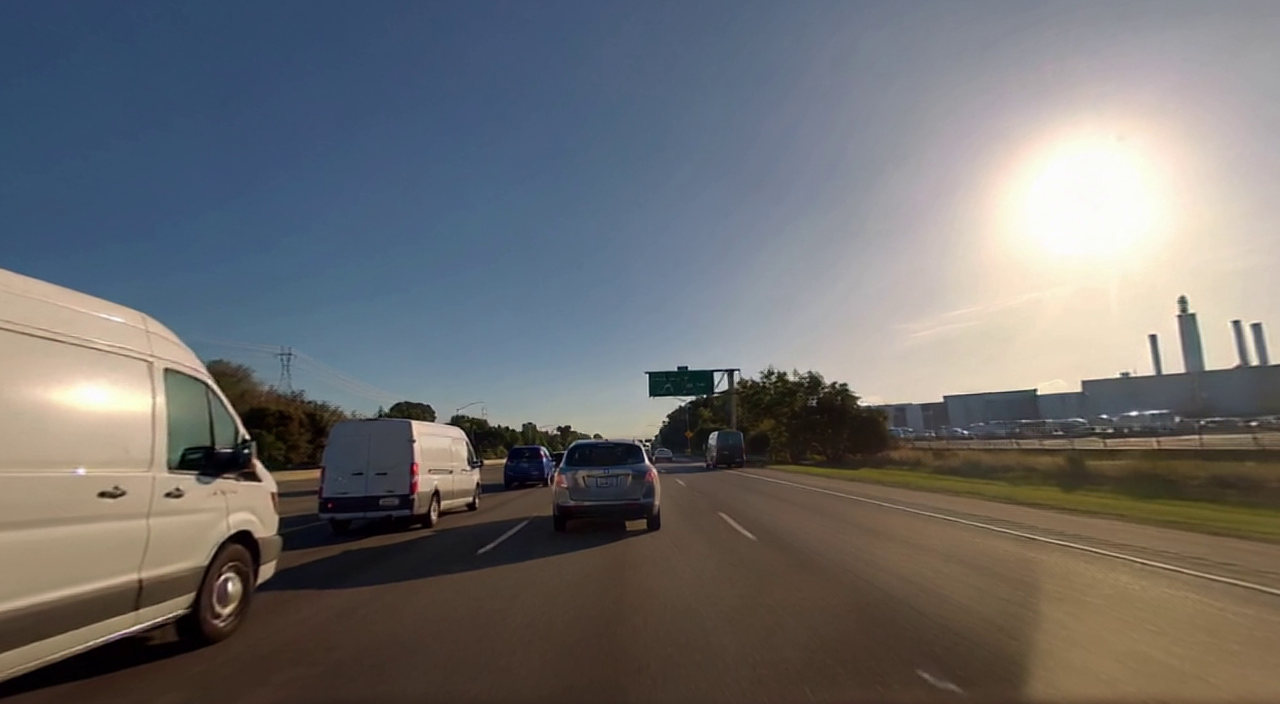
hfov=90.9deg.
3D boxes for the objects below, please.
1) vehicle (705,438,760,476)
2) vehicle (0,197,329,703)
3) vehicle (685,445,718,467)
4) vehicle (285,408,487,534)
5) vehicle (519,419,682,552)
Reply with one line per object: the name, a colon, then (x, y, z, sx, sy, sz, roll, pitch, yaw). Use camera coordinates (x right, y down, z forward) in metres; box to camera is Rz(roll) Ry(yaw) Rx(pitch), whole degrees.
vehicle: (4.501, 5.201, 31.319, 2.003, 1.754, 4.134, 0, -9, -1)
vehicle: (-4.478, 0.497, 3.162, 2.248, 2.626, 6.837, 0, -9, 0)
vehicle: (4.306, 7.361, 44.745, 1.874, 1.512, 3.723, 0, -9, -1)
vehicle: (-4.601, 2.248, 12.343, 2.043, 1.987, 4.486, 0, -9, 0)
vehicle: (-0.506, 2.017, 10.083, 2.093, 1.695, 3.782, 0, -9, 0)
